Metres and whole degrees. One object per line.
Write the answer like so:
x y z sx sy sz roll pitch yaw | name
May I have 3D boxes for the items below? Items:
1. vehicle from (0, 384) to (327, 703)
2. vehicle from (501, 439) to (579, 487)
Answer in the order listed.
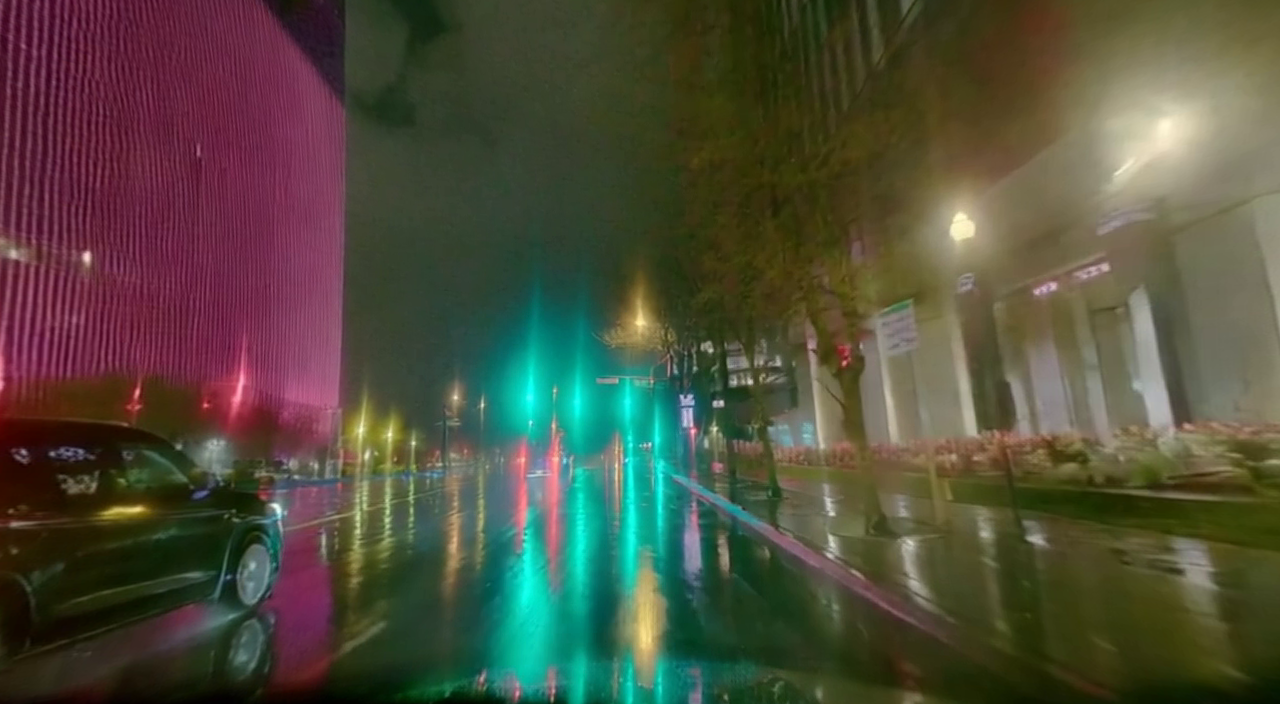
-4.552 1.219 4.535 2.169 1.741 4.588 0 -9 1 | vehicle
-4.133 4.702 26.991 2.384 1.849 5.009 0 -9 1 | vehicle
